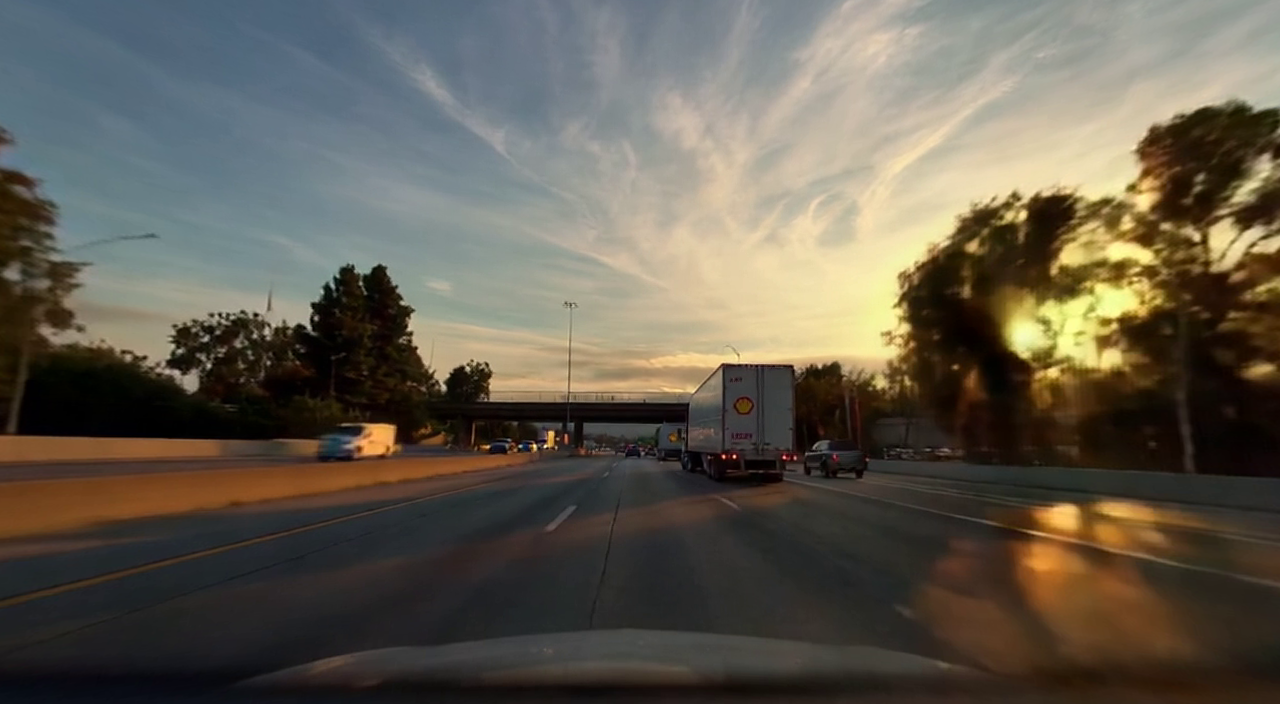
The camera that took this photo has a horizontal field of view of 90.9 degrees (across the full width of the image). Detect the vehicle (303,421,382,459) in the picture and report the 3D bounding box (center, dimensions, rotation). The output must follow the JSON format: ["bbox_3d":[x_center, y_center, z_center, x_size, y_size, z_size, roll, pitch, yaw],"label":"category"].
[{"bbox_3d":[-15.847,4.764,33.864,1.970,1.864,4.662,0,-9,-1],"label":"vehicle"}]

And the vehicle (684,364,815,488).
[{"bbox_3d":[4.009,3.429,27.339,2.922,3.987,14.038,0,-9,-1],"label":"vehicle"}]
